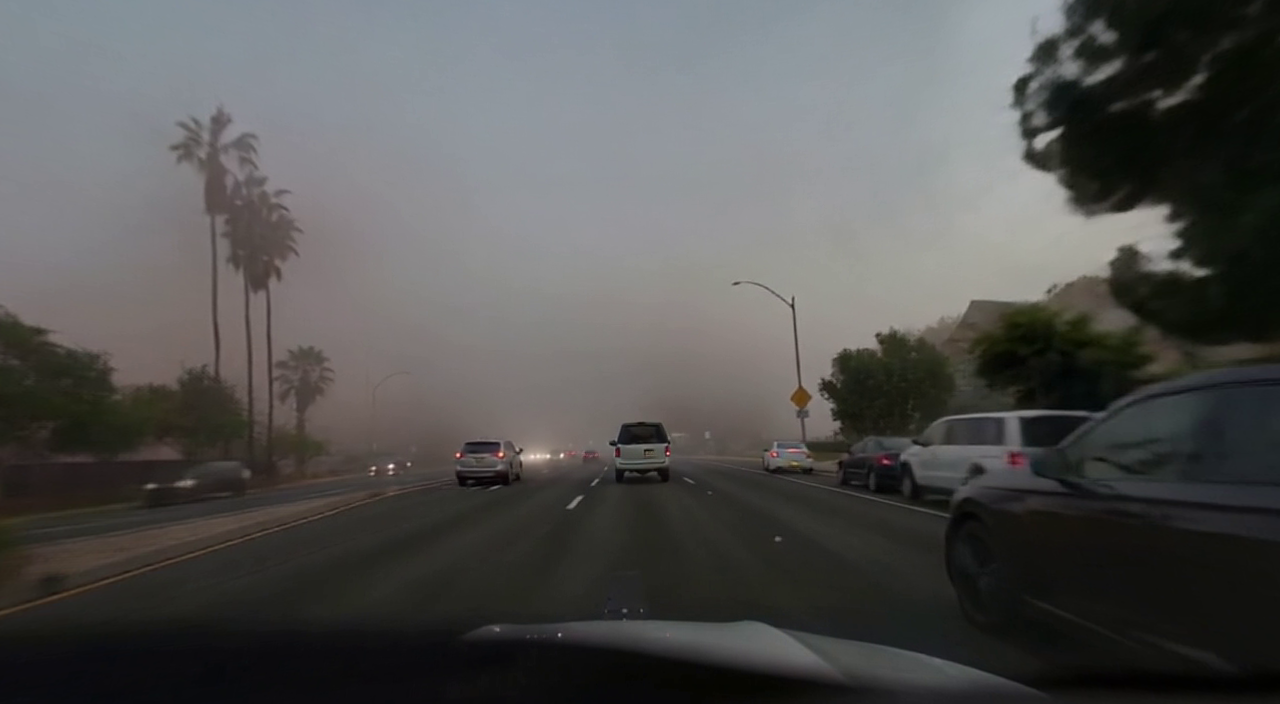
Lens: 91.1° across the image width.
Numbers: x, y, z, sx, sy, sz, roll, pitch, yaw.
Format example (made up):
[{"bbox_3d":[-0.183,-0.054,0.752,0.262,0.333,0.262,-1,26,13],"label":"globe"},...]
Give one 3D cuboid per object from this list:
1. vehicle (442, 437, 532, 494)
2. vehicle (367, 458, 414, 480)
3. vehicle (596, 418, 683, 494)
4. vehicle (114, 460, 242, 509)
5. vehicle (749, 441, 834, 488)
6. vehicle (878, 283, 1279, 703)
[{"bbox_3d":[-5.011,3.777,21.275,2.235,1.682,4.662,0,-9,-5],"label":"vehicle"},{"bbox_3d":[-19.135,8.984,48.364,1.994,1.524,4.698,0,-9,-4],"label":"vehicle"},{"bbox_3d":[-0.193,3.444,21.169,2.507,2.161,6.049,0,-9,-3],"label":"vehicle"},{"bbox_3d":[-18.773,5.380,25.832,2.048,1.679,4.356,-1,-9,-2],"label":"vehicle"},{"bbox_3d":[4.984,3.757,21.357,2.178,1.411,4.732,-1,-9,6],"label":"vehicle"},{"bbox_3d":[3.362,0.711,2.170,2.576,1.815,6.267,0,-9,0],"label":"vehicle"}]
